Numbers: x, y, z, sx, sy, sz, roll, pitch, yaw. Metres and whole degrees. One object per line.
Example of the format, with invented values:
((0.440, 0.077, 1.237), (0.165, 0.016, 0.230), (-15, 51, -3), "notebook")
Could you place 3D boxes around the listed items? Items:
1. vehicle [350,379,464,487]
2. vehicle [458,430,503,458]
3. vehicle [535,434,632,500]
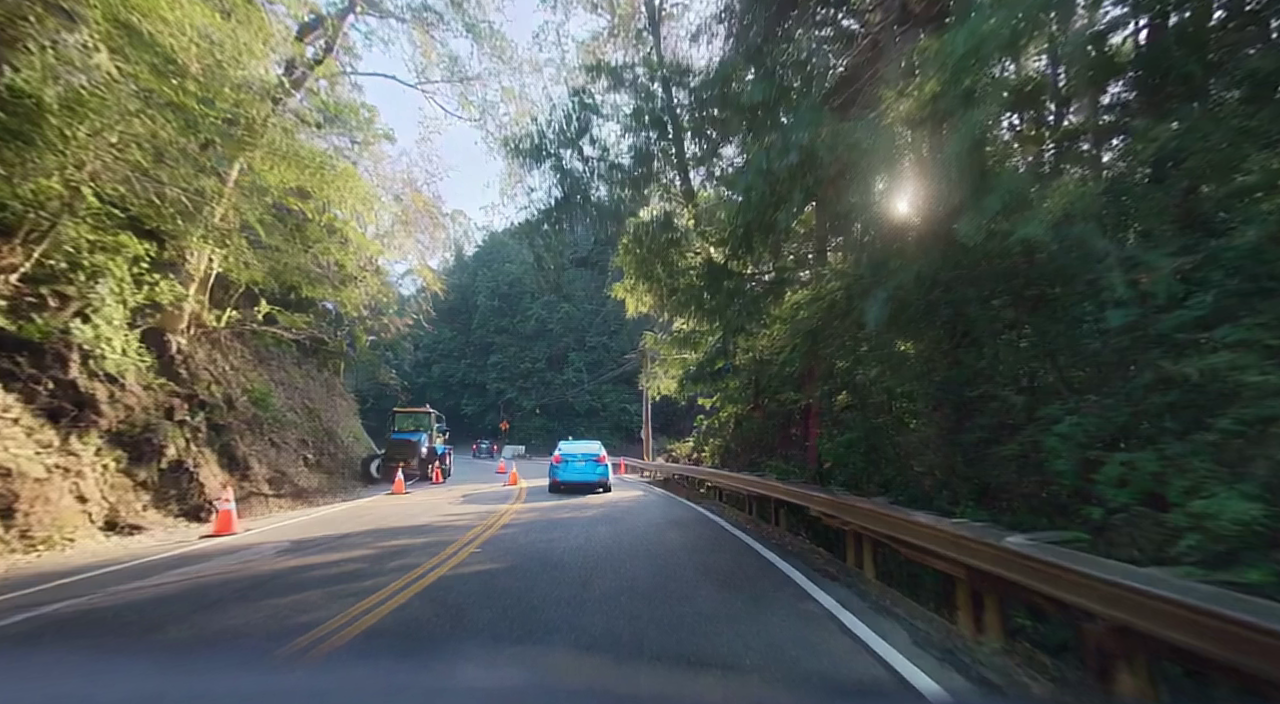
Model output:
((-7.657, 2.778, 21.391), (2.364, 3.191, 4.942), (1, -8, -6), "vehicle")
((-12.392, 7.130, 48.712), (2.376, 2.051, 5.598), (4, -9, -23), "vehicle")
((-1.640, 2.985, 16.789), (2.259, 1.503, 4.075), (1, -9, -9), "vehicle")
